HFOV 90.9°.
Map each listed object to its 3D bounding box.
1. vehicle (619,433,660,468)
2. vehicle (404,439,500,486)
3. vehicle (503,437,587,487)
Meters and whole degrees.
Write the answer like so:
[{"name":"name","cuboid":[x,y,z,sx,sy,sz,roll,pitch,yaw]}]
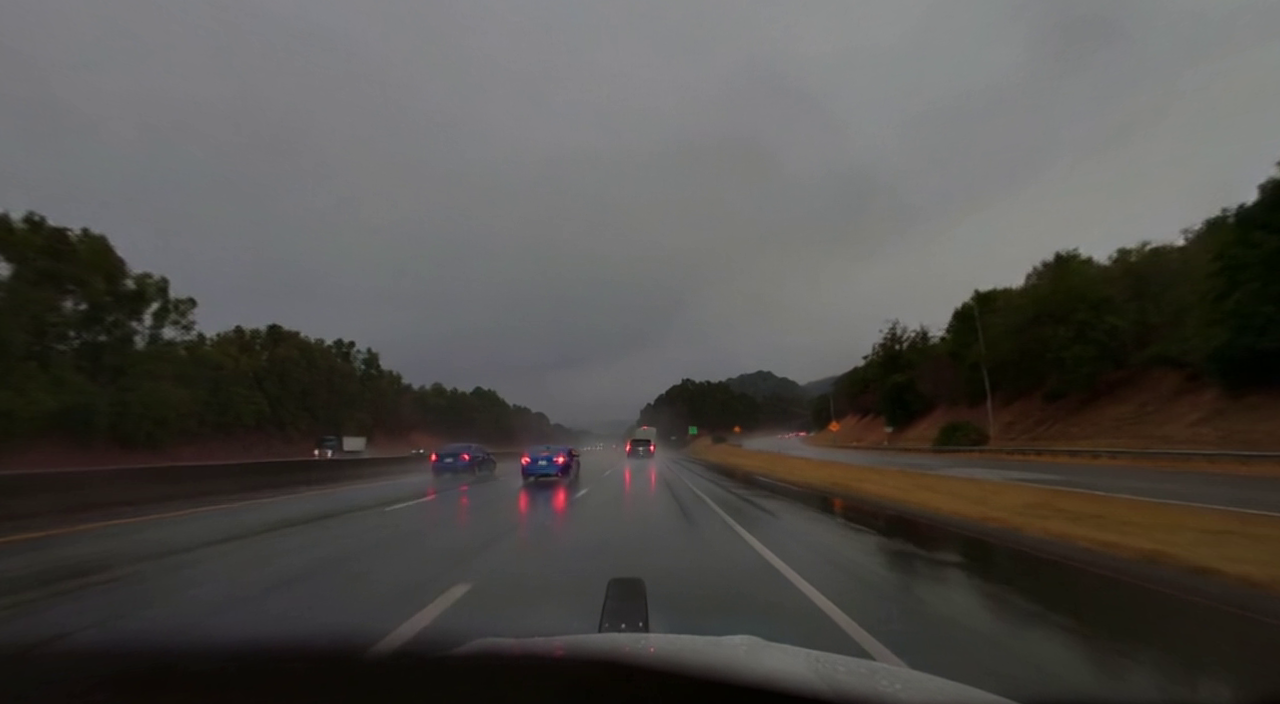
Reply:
[{"name":"vehicle","cuboid":[-0.018,6.003,38.574,2.309,1.915,5.130,-1,-8,1]},{"name":"vehicle","cuboid":[-6.763,4.011,23.271,2.009,1.519,4.697,-1,-8,1]},{"name":"vehicle","cuboid":[-3.278,3.924,22.934,2.139,1.589,5.102,-1,-8,1]}]
